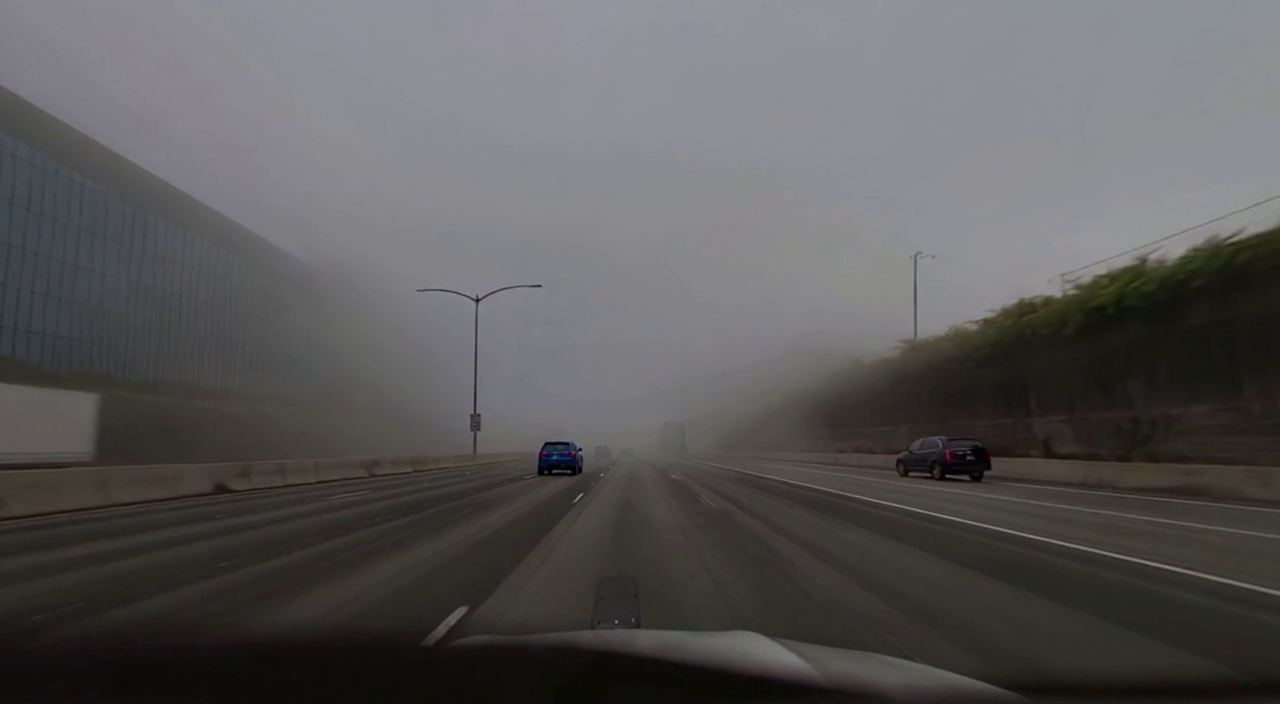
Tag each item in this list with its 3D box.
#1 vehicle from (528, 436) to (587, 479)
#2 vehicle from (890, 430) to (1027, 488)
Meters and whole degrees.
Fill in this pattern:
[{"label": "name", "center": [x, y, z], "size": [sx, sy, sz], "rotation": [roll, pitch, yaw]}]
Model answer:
[{"label": "vehicle", "center": [-3.563, 4.644, 27.998], "size": [2.039, 1.710, 4.237], "rotation": [0, -9, 0]}, {"label": "vehicle", "center": [11.045, 3.755, 22.440], "size": [2.089, 1.787, 5.080], "rotation": [0, -9, -1]}]
